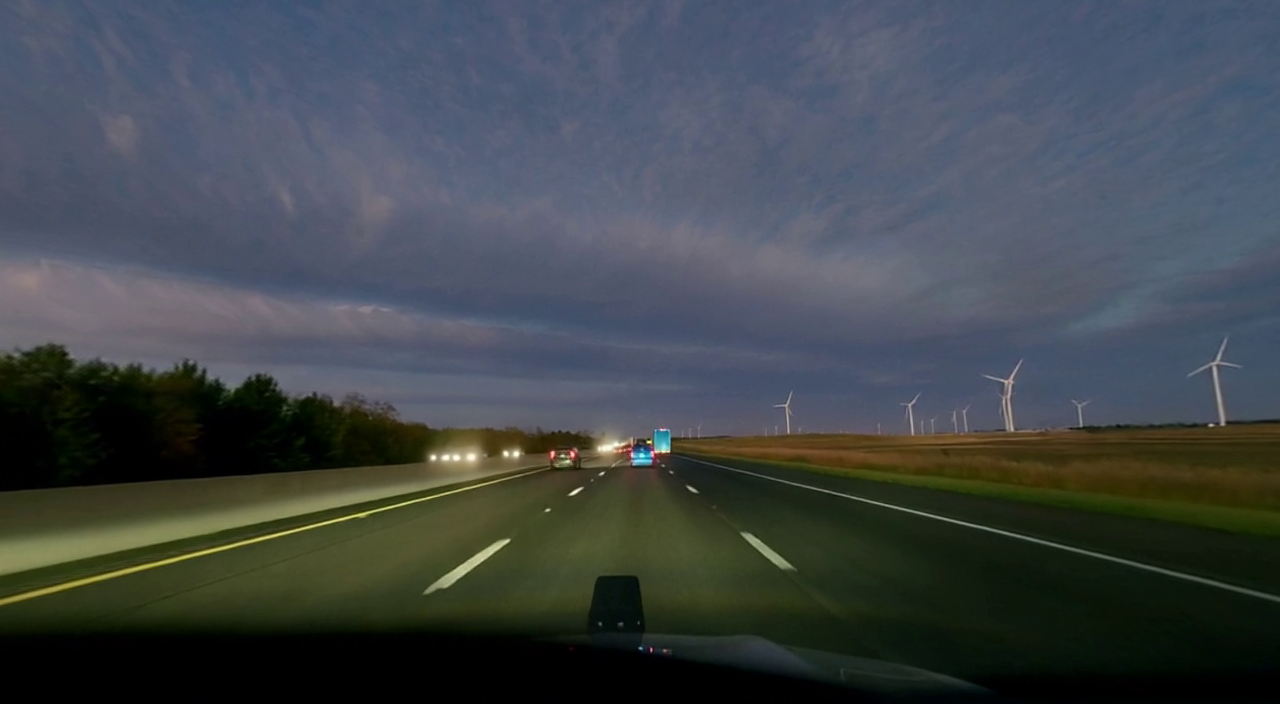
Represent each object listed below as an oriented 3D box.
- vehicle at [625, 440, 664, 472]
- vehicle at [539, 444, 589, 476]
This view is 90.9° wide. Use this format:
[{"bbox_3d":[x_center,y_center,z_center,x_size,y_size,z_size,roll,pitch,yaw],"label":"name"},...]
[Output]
[{"bbox_3d":[0.223,5.884,35.759,2.083,1.689,4.083,0,-9,0],"label":"vehicle"},{"bbox_3d":[-3.836,5.552,32.637,1.984,1.491,4.341,0,-9,1],"label":"vehicle"}]
